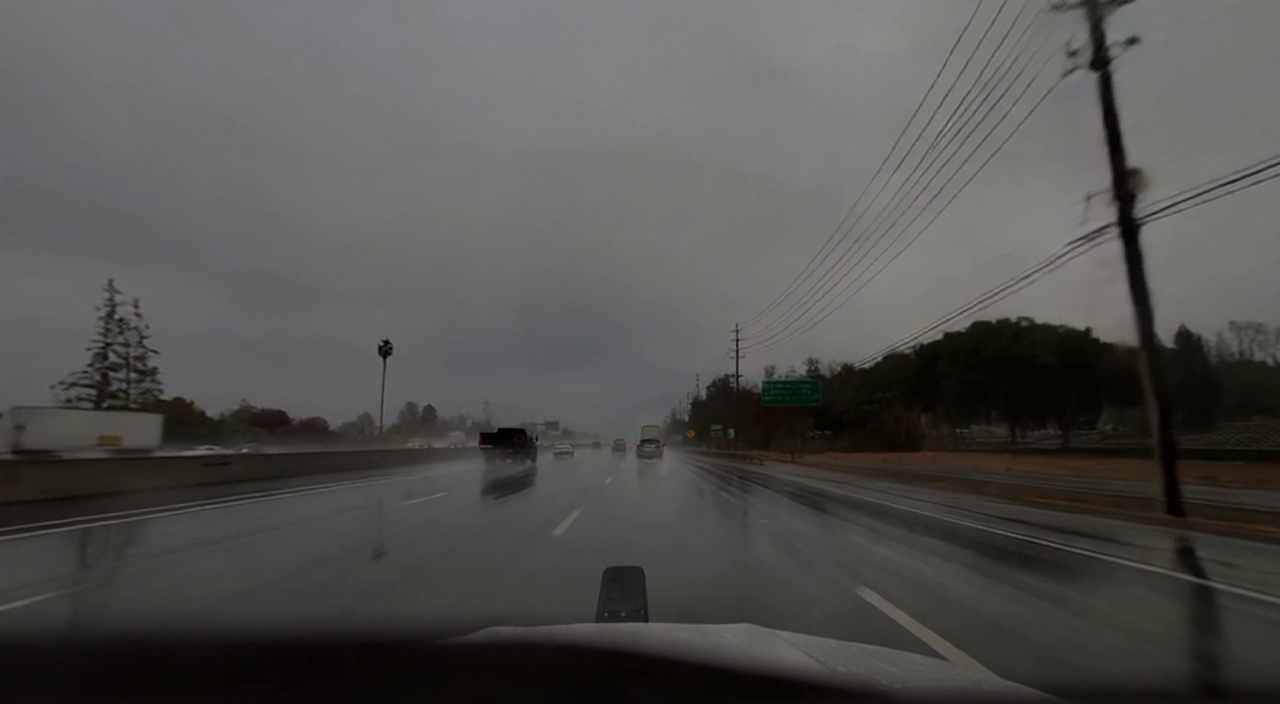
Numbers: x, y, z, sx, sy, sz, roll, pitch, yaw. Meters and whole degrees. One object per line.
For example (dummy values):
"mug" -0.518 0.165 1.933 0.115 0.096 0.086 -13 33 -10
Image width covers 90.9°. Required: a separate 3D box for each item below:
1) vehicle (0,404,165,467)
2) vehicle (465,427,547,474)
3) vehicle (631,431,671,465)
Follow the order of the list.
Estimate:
"vehicle" -43.274 6.333 47.212 2.888 4.056 15.771 0 -8 1
"vehicle" -6.243 4.693 30.362 2.460 1.992 6.474 0 -8 1
"vehicle" 0.664 6.146 40.578 2.448 2.025 5.193 0 -8 0
